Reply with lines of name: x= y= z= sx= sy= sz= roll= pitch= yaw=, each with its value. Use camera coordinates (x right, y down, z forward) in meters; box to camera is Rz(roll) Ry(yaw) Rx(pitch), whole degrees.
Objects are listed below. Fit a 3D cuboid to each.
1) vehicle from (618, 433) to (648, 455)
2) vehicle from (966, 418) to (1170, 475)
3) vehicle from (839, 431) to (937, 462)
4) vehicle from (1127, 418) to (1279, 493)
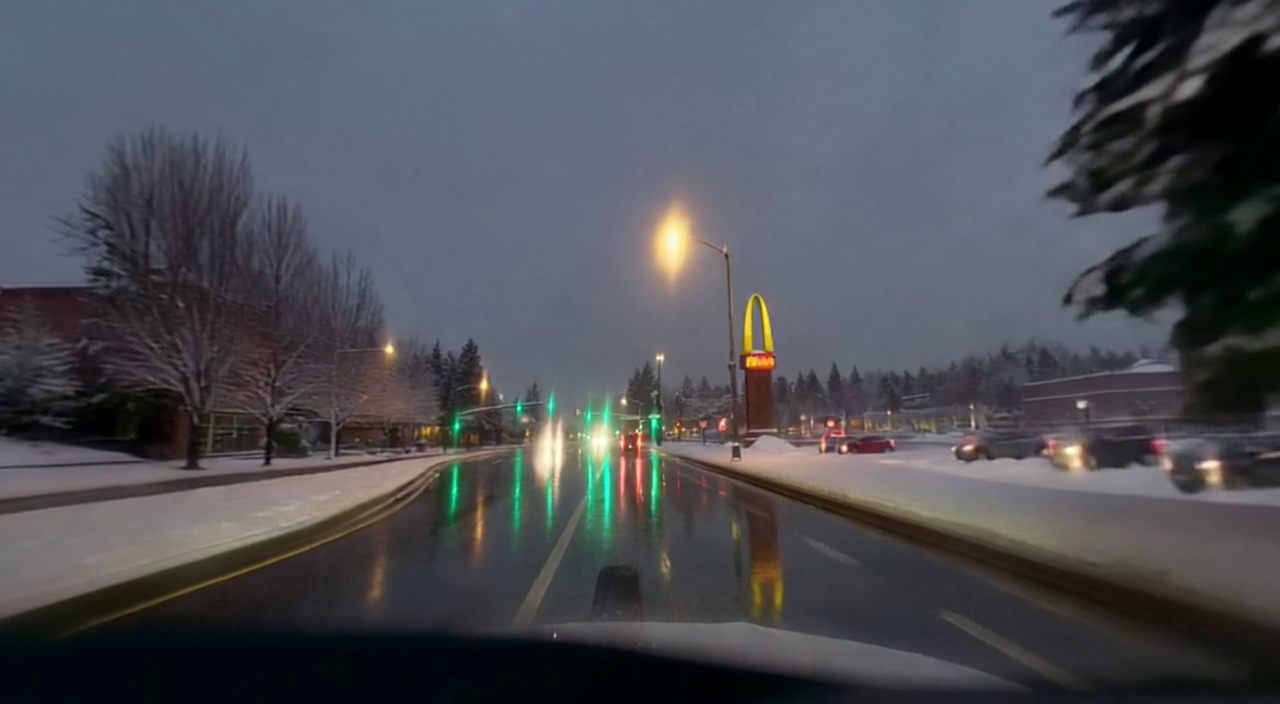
vehicle: x=-0.582 y=7.196 z=49.558 sx=2.230 sy=1.683 sz=4.204 roll=0 pitch=-8 yaw=-2
vehicle: x=13.258 y=2.956 z=19.837 sx=4.769 sy=1.636 sz=2.281 roll=0 pitch=-8 yaw=-2
vehicle: x=13.191 y=5.027 z=33.766 sx=4.395 sy=1.497 sz=1.975 roll=-1 pitch=-7 yaw=-1
vehicle: x=13.964 y=2.313 z=14.339 sx=4.228 sy=1.548 sz=1.881 roll=0 pitch=-8 yaw=-1
